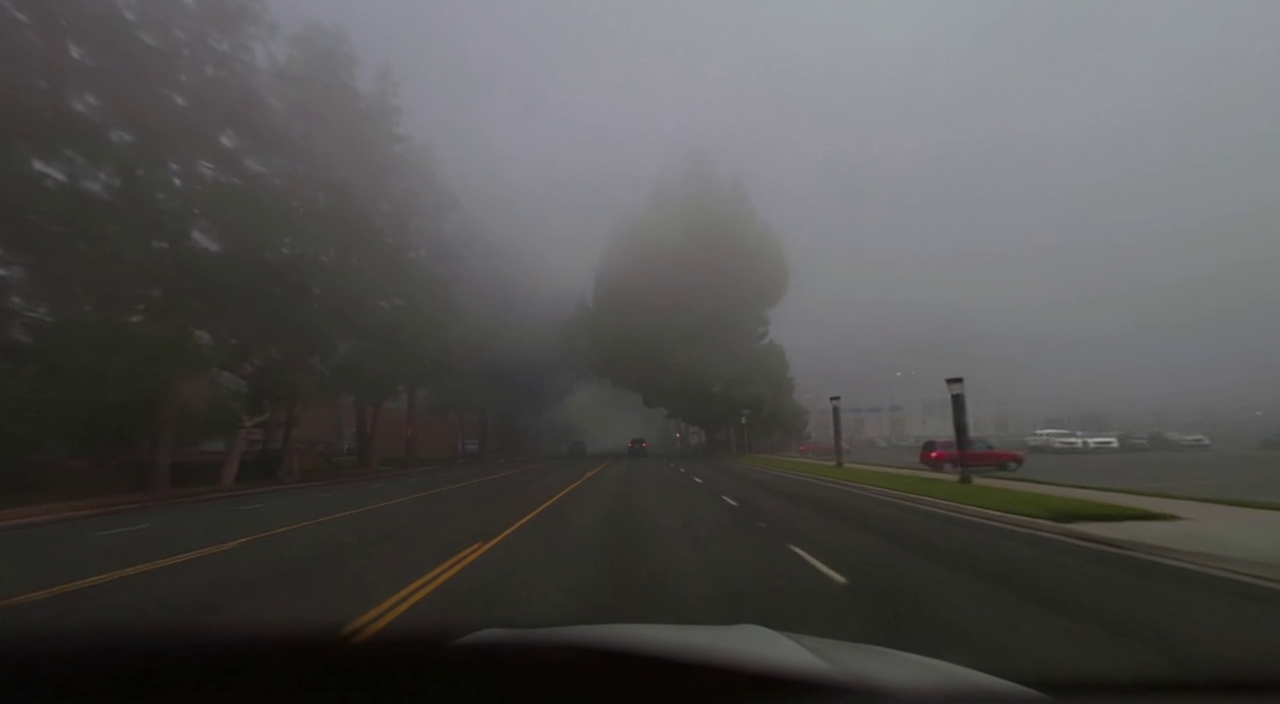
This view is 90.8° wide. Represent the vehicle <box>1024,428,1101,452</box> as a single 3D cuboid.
[{"bbox_3d":[31.533,6.591,47.414,2.015,1.681,5.292,0,-8,-2],"label":"vehicle"}]

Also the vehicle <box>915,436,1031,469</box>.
[{"bbox_3d":[16.767,5.075,31.968,4.665,1.570,2.080,0,-8,0],"label":"vehicle"}]

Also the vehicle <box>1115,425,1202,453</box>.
[{"bbox_3d":[34.342,5.817,42.045,1.843,1.774,4.626,0,-8,0],"label":"vehicle"}]
